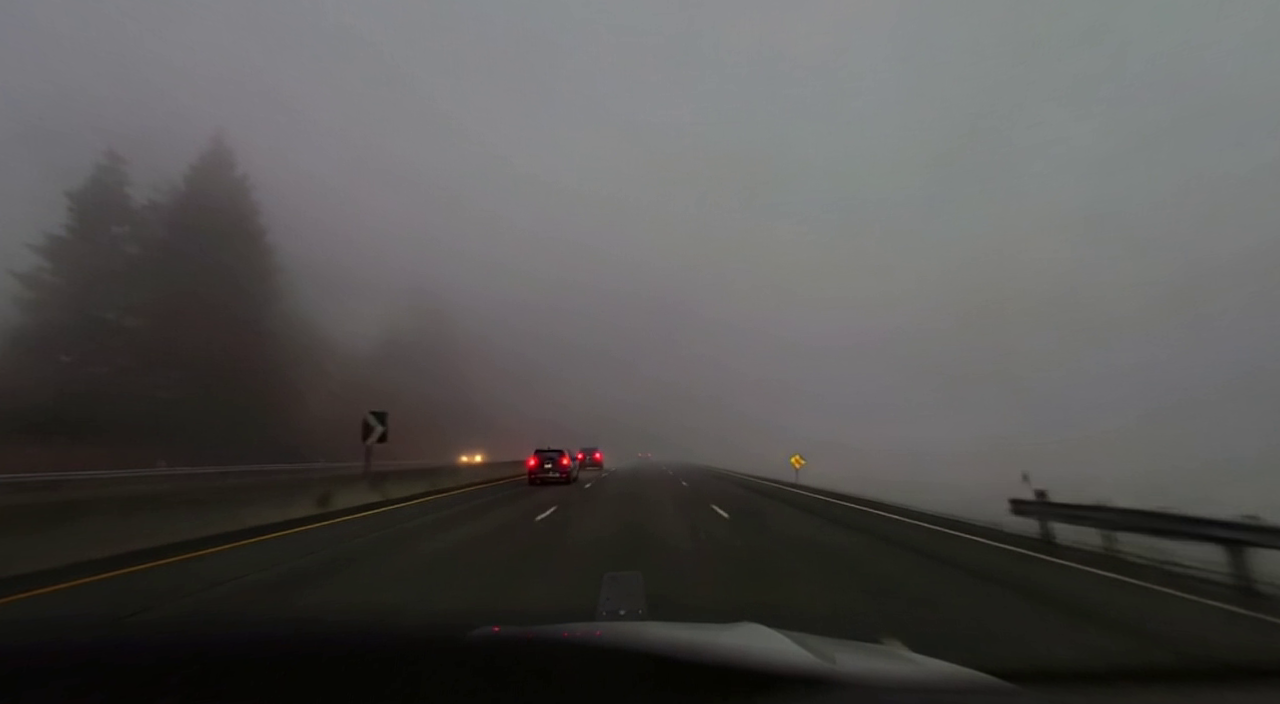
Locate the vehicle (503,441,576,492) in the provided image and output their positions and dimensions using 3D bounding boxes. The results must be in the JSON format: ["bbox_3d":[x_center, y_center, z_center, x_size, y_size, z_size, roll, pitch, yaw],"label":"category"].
[{"bbox_3d":[-3.451,4.007,22.395,1.846,1.600,4.108,0,-9,1],"label":"vehicle"}]

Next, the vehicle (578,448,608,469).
[{"bbox_3d":[-3.622,8.312,49.262,1.996,1.565,4.159,0,-9,1],"label":"vehicle"}]
